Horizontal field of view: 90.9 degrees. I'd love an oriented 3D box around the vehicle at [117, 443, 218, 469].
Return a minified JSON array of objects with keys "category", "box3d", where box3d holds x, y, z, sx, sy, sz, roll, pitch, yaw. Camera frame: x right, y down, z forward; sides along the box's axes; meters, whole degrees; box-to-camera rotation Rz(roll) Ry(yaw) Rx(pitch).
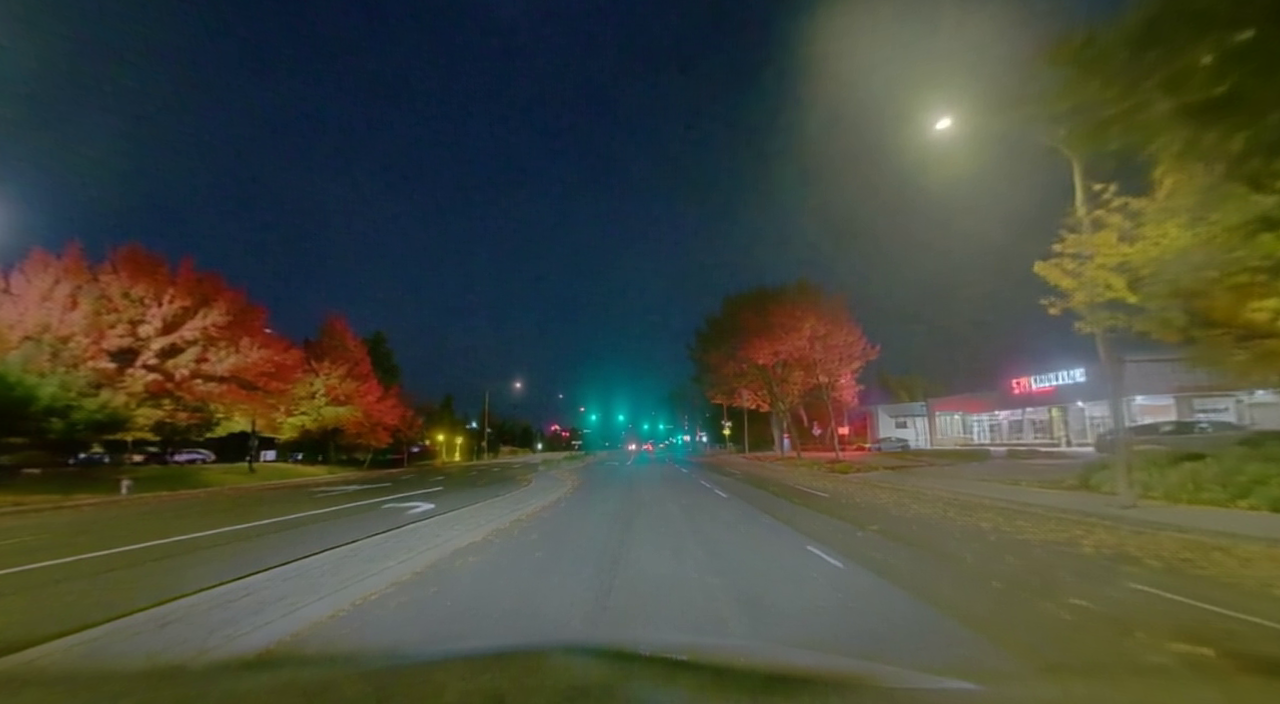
[{"category":"vehicle","box3d":[-30.323,6.744,40.599,4.706,1.457,1.999,3,-11,-5]}]
